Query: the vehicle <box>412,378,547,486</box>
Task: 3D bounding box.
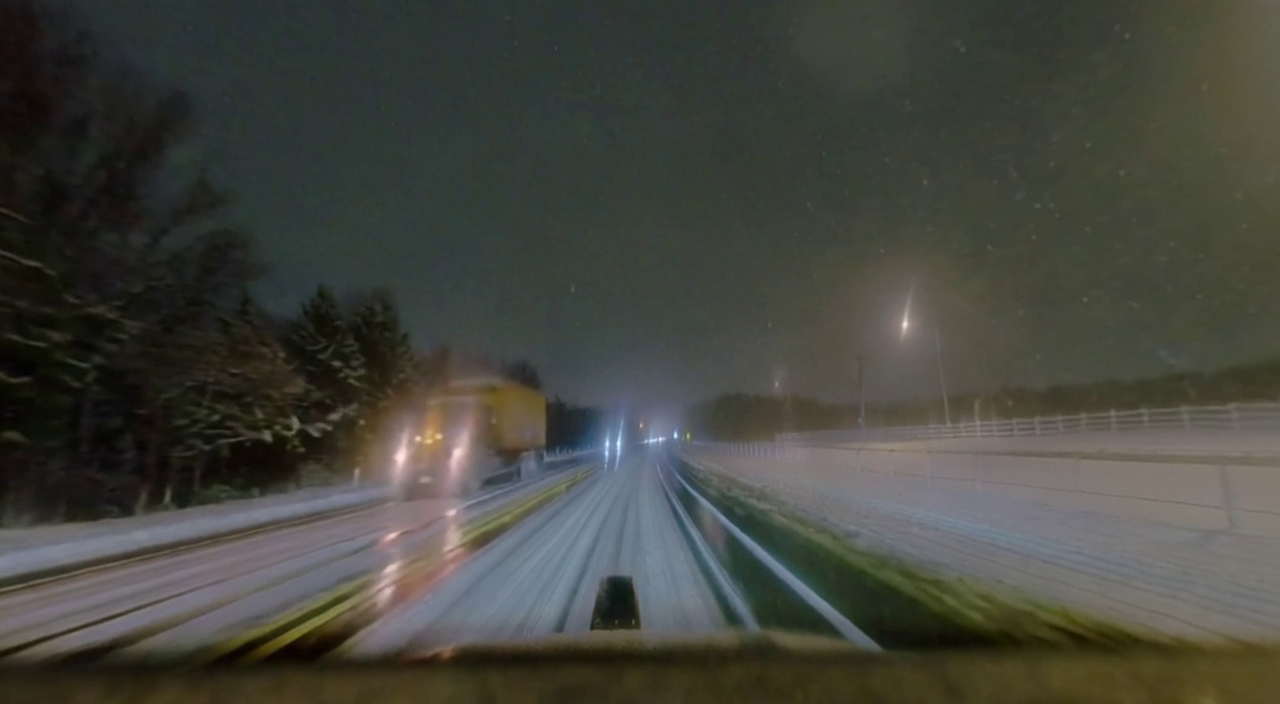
[{"bbox_3d":[-5.815,3.216,24.734,2.751,3.436,8.990,-1,-8,1],"label":"vehicle"}]
